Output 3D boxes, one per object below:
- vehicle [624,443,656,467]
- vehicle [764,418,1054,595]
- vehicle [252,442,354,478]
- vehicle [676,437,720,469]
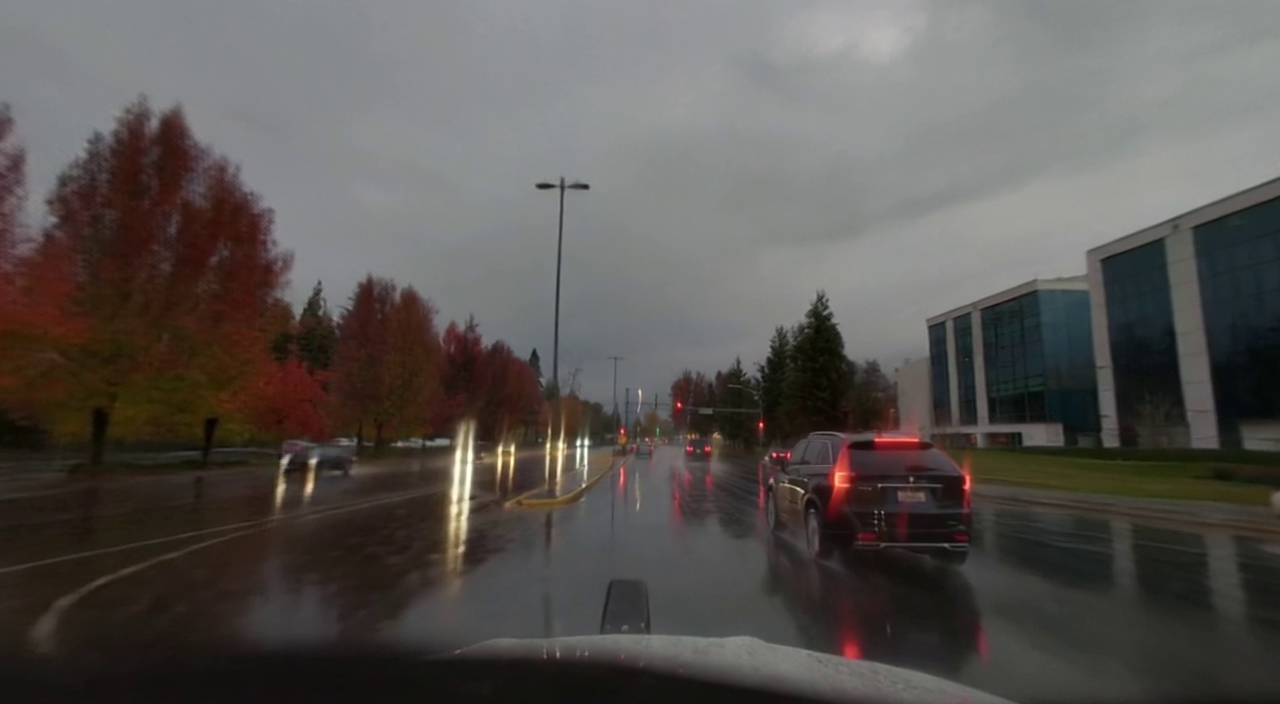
[{"bbox_3d":[0.001,6.837,42.033,1.991,1.477,3.814,-1,-8,0],"label":"vehicle"},{"bbox_3d":[2.930,1.749,7.956,1.901,1.634,3.896,1,-8,0],"label":"vehicle"},{"bbox_3d":[-14.969,4.816,28.340,1.978,1.443,4.678,-1,-9,0],"label":"vehicle"},{"bbox_3d":[3.464,6.166,38.636,2.154,1.844,4.634,-1,-8,-1],"label":"vehicle"}]
